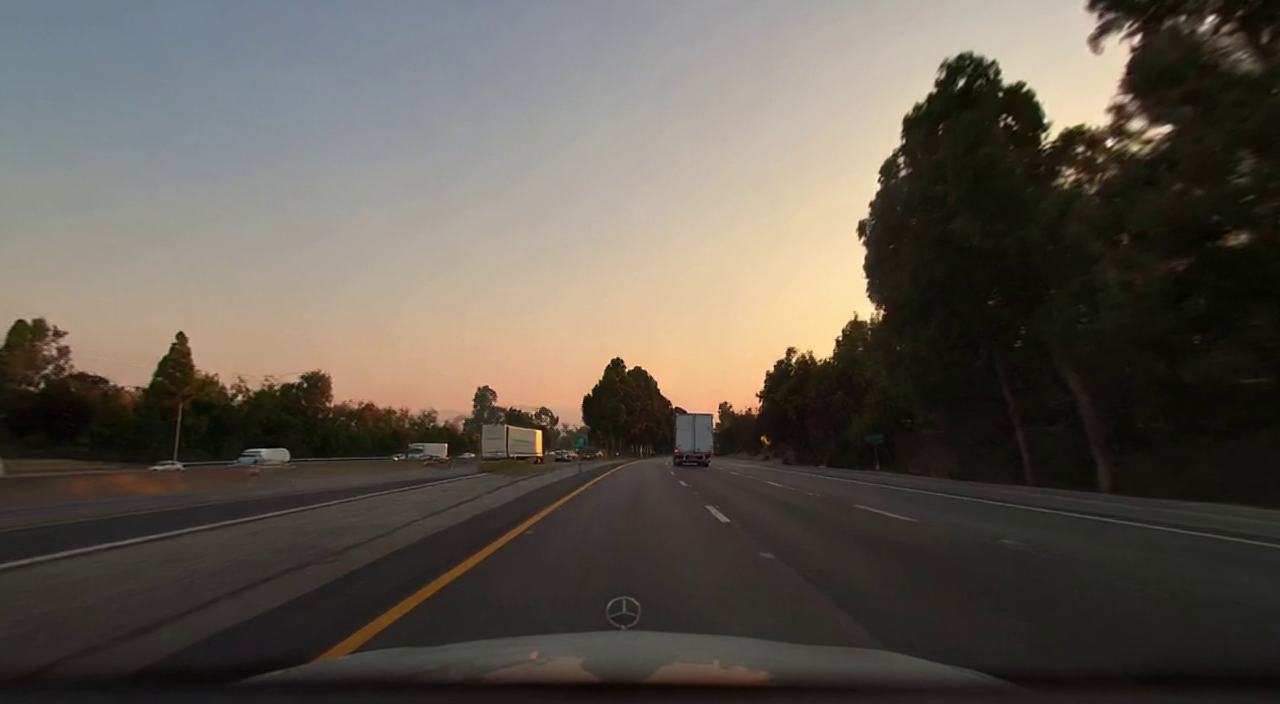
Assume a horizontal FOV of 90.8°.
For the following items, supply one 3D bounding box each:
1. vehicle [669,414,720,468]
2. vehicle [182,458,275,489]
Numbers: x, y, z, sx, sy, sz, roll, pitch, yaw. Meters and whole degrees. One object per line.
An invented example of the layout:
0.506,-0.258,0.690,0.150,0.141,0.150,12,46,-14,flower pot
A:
4.015,7.100,49.474,2.928,3.595,13.975,0,-9,1,vehicle
-21.195,6.239,32.703,1.833,1.438,4.011,-1,-9,5,vehicle
